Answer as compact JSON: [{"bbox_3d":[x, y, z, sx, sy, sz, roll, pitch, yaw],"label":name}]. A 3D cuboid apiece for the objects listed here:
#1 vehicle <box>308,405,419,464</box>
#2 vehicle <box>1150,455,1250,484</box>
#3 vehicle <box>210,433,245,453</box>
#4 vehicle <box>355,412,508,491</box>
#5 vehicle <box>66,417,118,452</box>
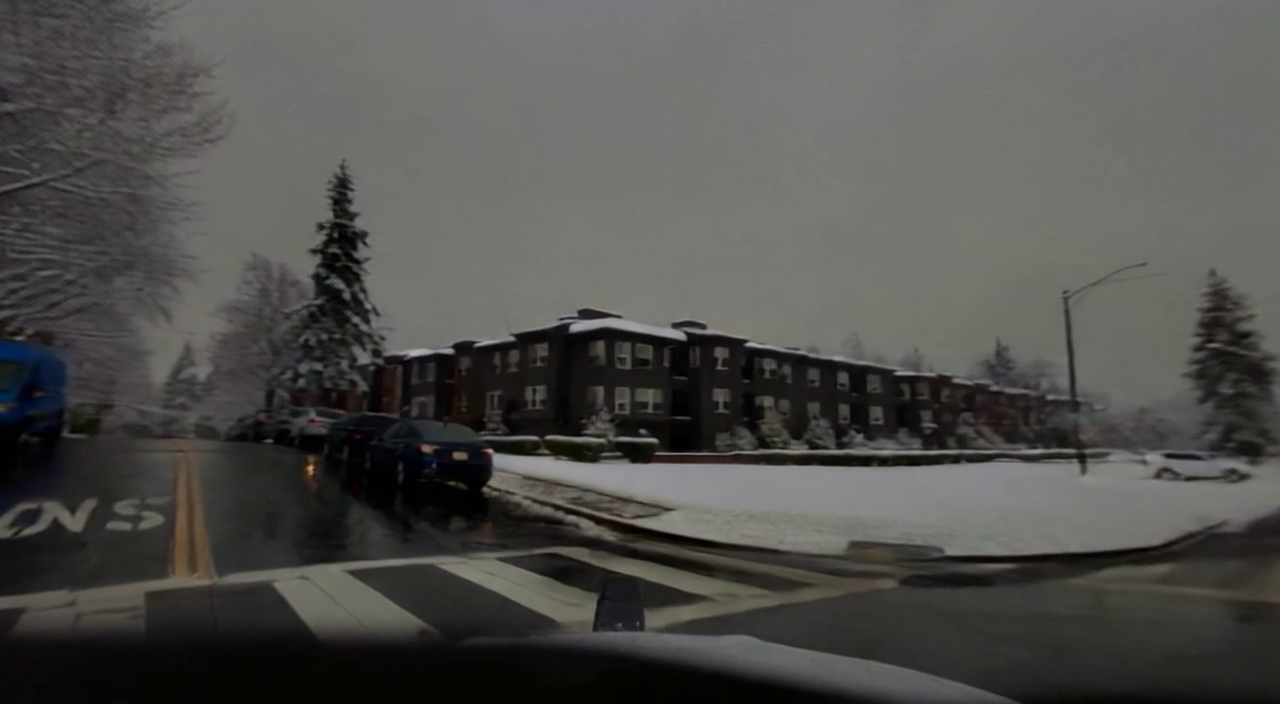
[{"bbox_3d":[-8.109,2.432,18.317,1.776,1.478,4.393,7,-11,-38],"label":"vehicle"},{"bbox_3d":[33.741,7.051,38.151,1.702,1.580,4.115,7,-11,-37],"label":"vehicle"},{"bbox_3d":[-31.550,6.945,48.311,1.778,1.451,4.047,7,-11,-37],"label":"vehicle"},{"bbox_3d":[-4.717,2.170,13.883,1.827,1.436,4.322,7,-11,-36],"label":"vehicle"},{"bbox_3d":[-34.313,5.151,39.667,2.090,1.674,4.457,10,-7,-38],"label":"vehicle"}]
